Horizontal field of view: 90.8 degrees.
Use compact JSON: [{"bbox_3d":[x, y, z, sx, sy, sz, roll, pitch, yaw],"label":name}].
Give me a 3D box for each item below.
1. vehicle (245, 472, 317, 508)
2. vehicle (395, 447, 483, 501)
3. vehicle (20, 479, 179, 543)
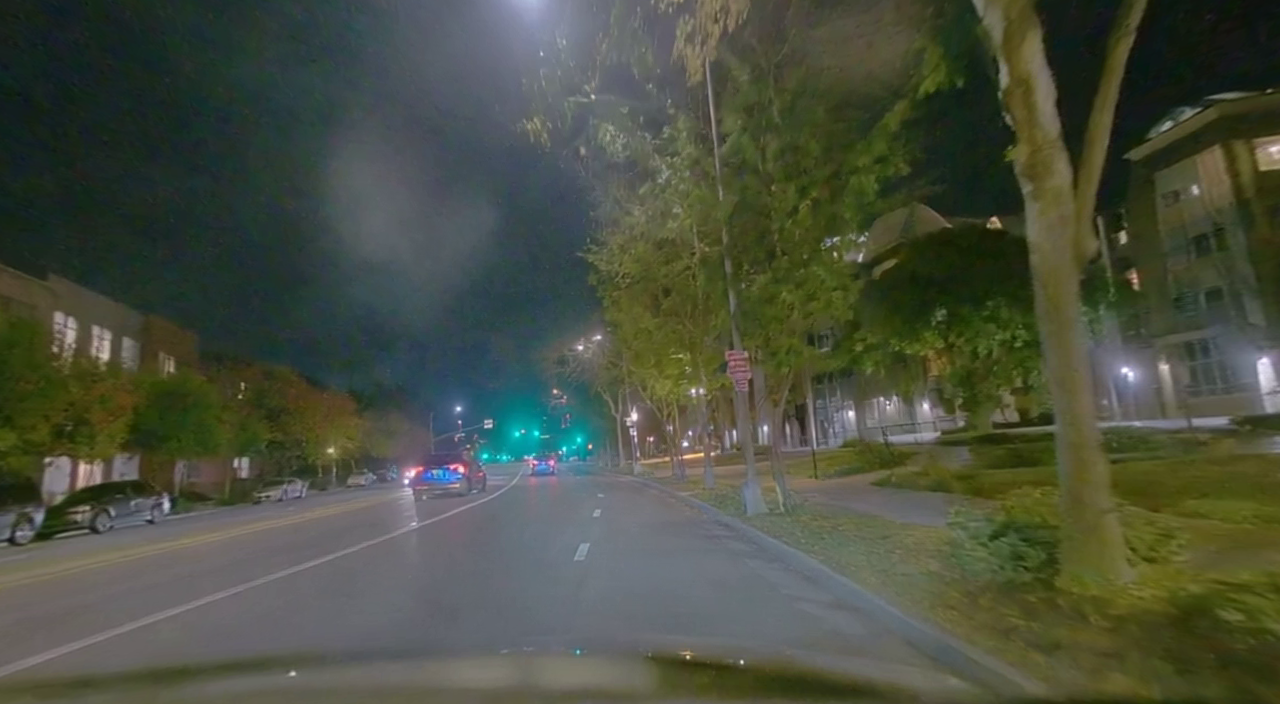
[{"bbox_3d":[-19.648,7.539,34.789,1.874,1.392,4.633,-5,-8,-10],"label":"vehicle"},{"bbox_3d":[-7.244,4.406,23.313,2.097,1.755,4.336,0,-9,-4],"label":"vehicle"},{"bbox_3d":[-17.279,5.047,20.528,1.898,1.477,4.184,-2,-8,-8],"label":"vehicle"}]
